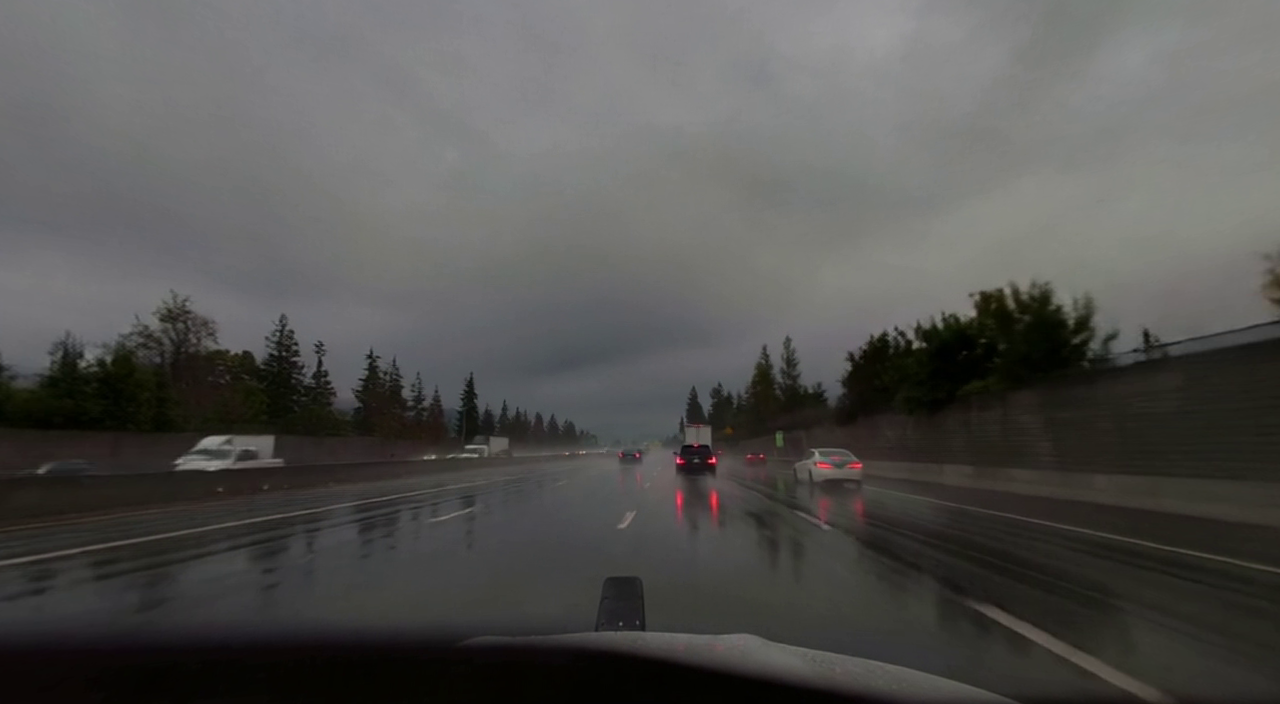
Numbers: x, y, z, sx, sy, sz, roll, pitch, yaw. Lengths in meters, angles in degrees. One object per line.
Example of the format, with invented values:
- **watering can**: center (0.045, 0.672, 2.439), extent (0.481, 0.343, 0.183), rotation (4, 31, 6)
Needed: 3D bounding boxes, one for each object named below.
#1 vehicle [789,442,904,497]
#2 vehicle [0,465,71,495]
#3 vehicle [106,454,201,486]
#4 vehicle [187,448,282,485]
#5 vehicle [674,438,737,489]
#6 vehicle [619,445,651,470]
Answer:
- **vehicle**: center (6.202, 3.561, 19.655), extent (2.146, 1.482, 4.665), rotation (0, -9, 2)
- **vehicle**: center (-31.498, 6.537, 32.441), extent (1.427, 1.302, 3.196), rotation (-1, -9, 4)
- **vehicle**: center (-23.142, 5.607, 30.211), extent (1.637, 1.402, 3.406), rotation (-1, -9, 4)
- **vehicle**: center (-16.147, 4.549, 25.335), extent (1.503, 1.364, 3.224), rotation (-1, -9, 4)
- **vehicle**: center (2.363, 4.137, 23.799), extent (2.103, 1.717, 4.399), rotation (0, -9, 3)
- **vehicle**: center (-0.318, 7.554, 45.653), extent (1.988, 1.696, 4.754), rotation (-1, -9, 4)
